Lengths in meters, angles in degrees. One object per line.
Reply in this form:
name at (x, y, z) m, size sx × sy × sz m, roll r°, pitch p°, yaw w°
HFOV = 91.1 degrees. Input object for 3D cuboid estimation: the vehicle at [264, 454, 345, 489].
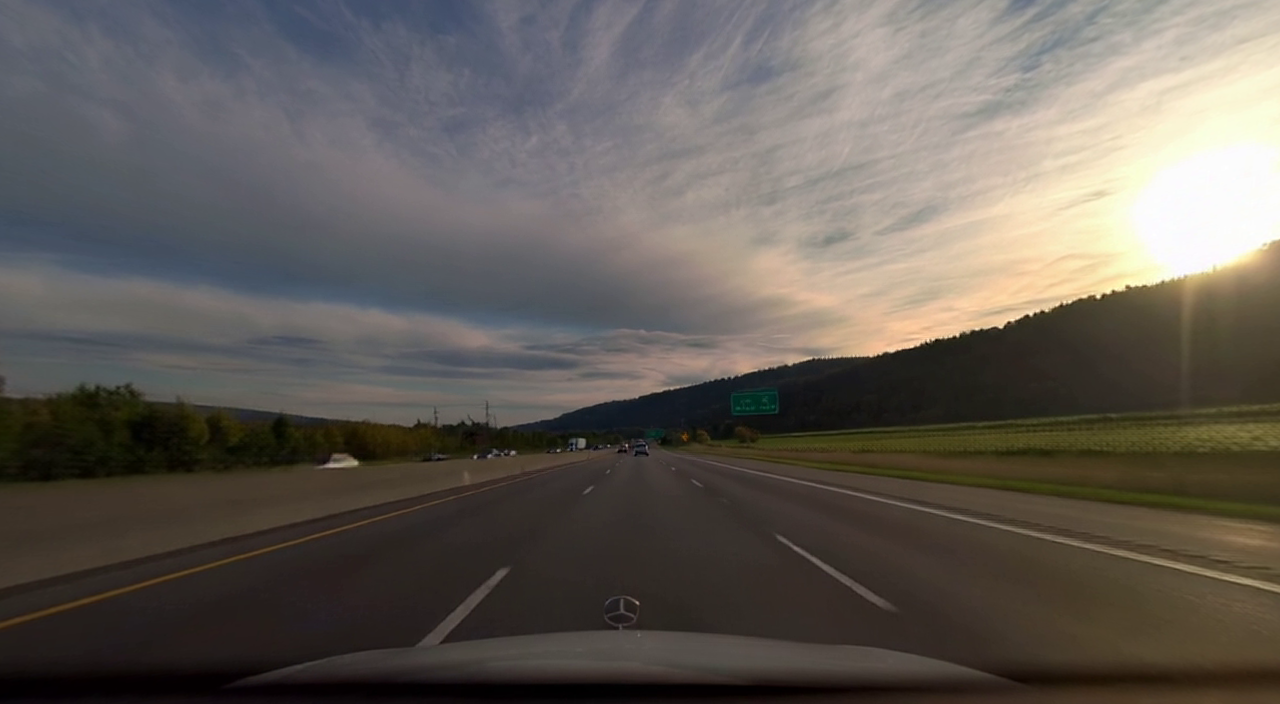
vehicle at (-15.531, 5.529, 29.337) m, size 1.718 × 1.442 × 3.702 m, roll -1°, pitch -9°, yaw 0°
